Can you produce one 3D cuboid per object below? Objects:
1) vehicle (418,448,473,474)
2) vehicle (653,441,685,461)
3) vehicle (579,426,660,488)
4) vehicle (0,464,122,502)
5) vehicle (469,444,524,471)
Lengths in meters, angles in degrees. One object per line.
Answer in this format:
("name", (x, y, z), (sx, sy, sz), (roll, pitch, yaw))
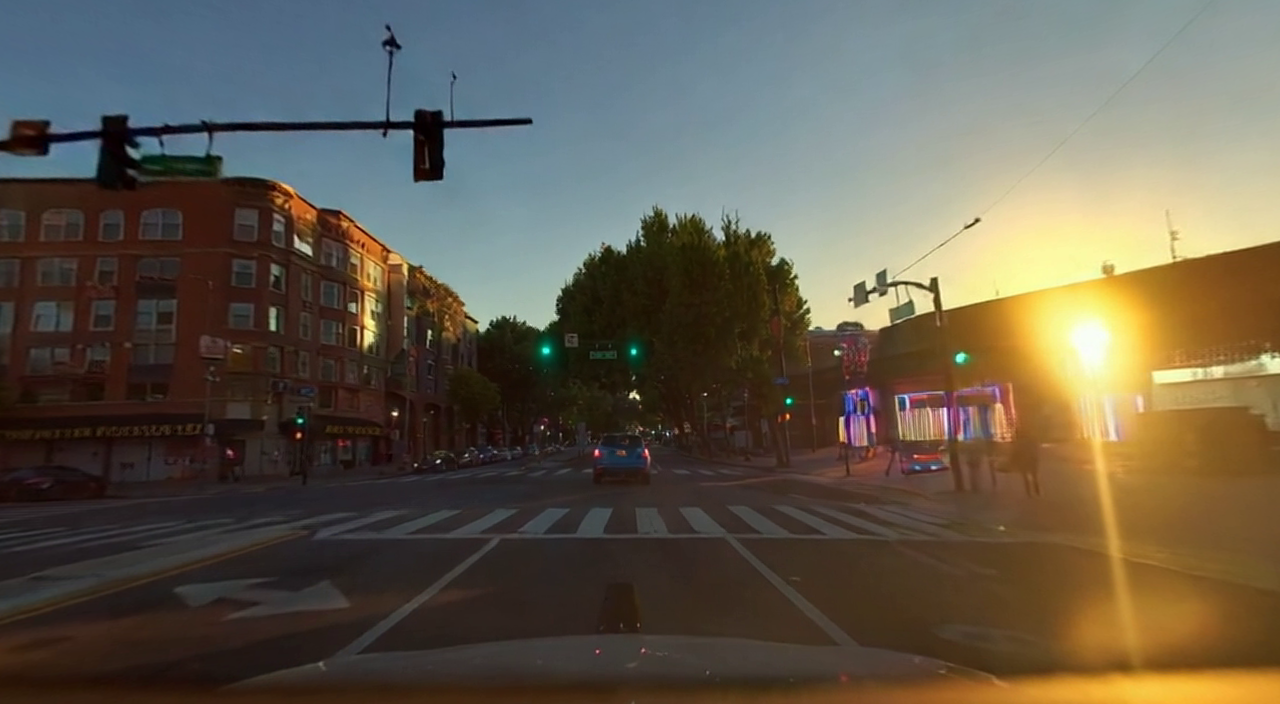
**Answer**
("vehicle", (-11.891, 6.685, 38.955), (1.972, 1.475, 4.381), (0, -8, 0))
("vehicle", (2.267, 7.782, 49.776), (2.209, 1.478, 4.138), (0, -8, -2))
("vehicle", (-0.615, 3.423, 20.823), (2.382, 1.796, 4.610), (0, -8, 0))
("vehicle", (-26.124, 5.823, 28.188), (4.317, 1.524, 1.809), (0, -8, -1))
("vehicle", (-8.425, 6.233, 37.518), (2.152, 1.468, 4.737), (0, -8, 0))
